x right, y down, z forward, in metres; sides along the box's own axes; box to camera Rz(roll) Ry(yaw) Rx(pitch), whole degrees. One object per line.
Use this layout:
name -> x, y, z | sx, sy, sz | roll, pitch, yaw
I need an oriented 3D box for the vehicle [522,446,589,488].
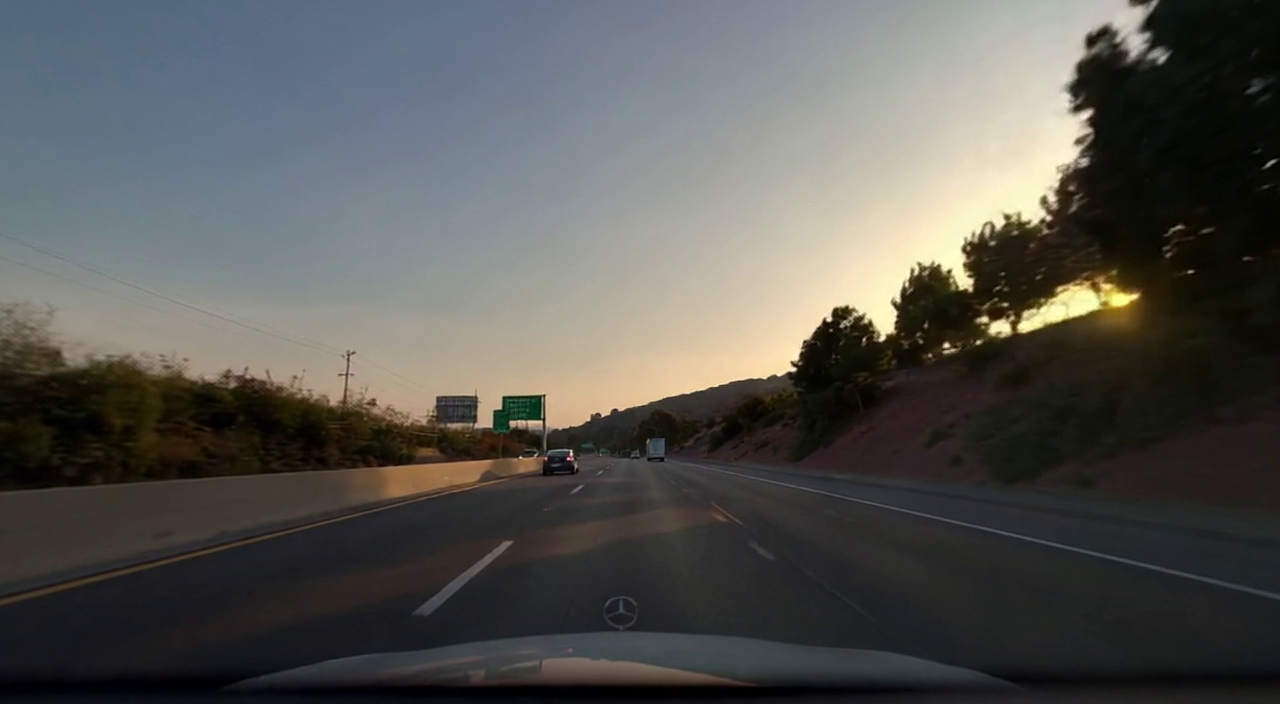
vehicle -> -3.277, 4.561, 25.200 | 2.100, 1.525, 4.179 | 0, -9, 0
